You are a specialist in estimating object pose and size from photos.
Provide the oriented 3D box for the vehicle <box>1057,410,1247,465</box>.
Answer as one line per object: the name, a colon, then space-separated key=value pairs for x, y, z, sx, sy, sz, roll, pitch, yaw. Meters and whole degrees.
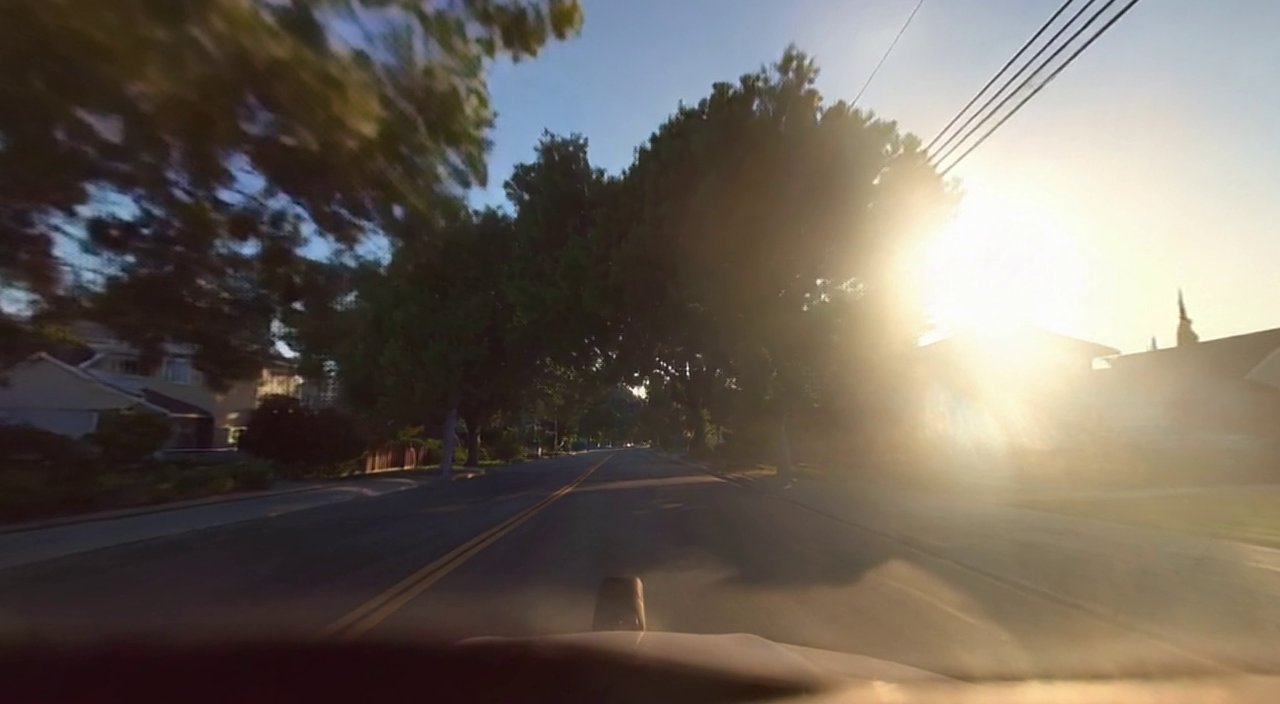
vehicle: x=17.136 y=2.898 z=21.258 sx=4.562 sy=1.736 sz=2.092 roll=0 pitch=-8 yaw=-1
